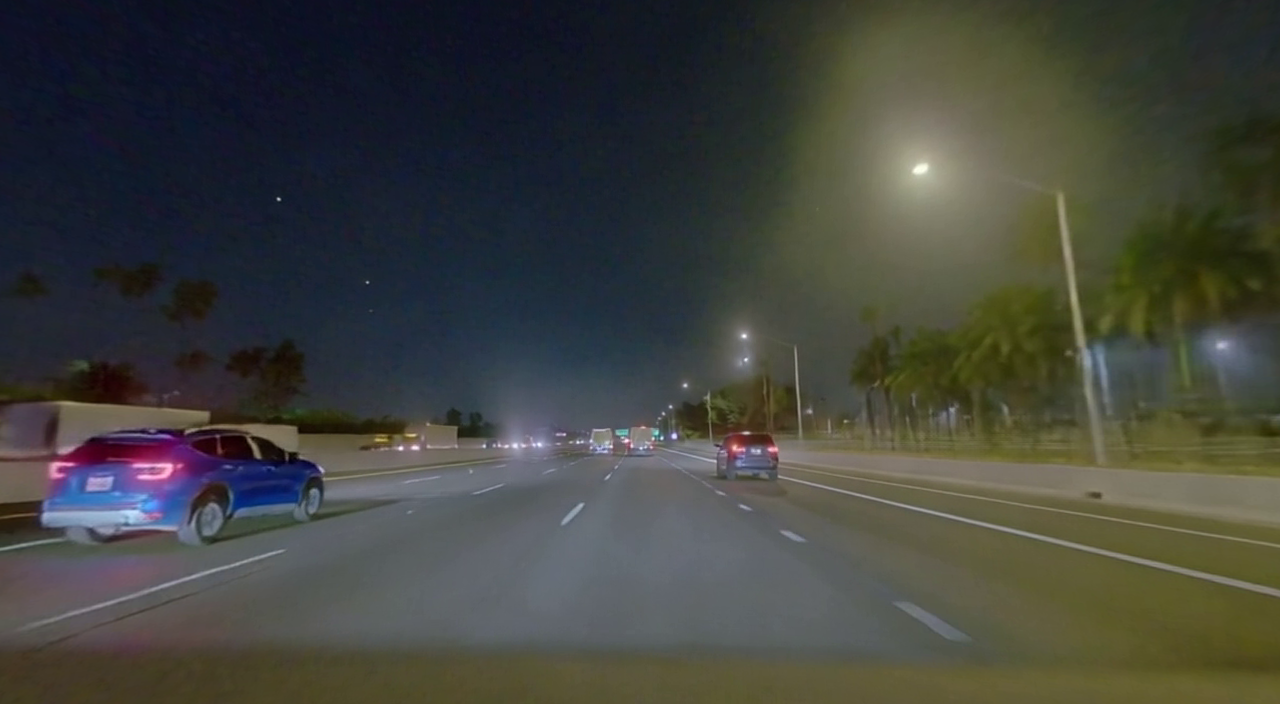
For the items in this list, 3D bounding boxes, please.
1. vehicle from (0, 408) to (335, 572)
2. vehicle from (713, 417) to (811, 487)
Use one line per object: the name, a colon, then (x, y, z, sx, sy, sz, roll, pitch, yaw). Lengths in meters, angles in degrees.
vehicle: (-6.911, 1.860, 9.375, 2.289, 1.774, 4.871, 0, -8, 0)
vehicle: (4.148, 3.536, 22.543, 2.408, 2.210, 4.999, 0, -8, -1)
